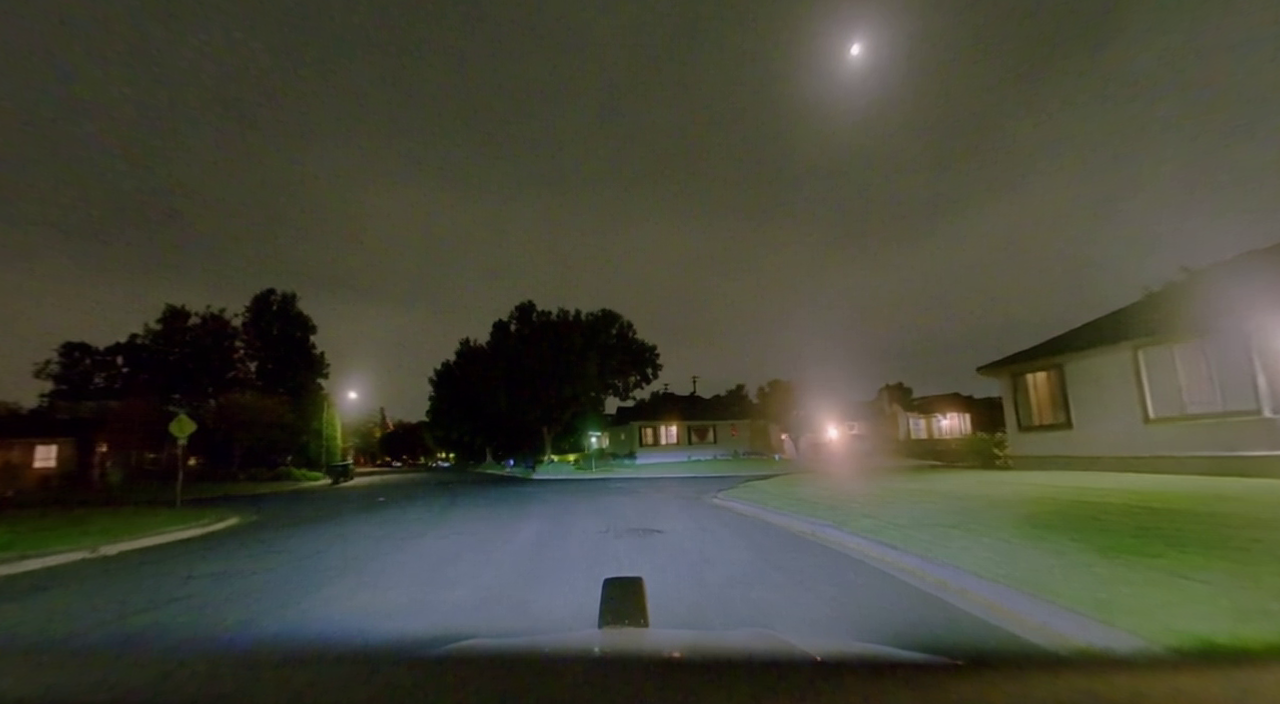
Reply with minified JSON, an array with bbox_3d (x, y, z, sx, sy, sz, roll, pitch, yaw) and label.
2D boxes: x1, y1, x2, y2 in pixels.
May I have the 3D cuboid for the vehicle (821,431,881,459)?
[{"bbox_3d":[14.643,6.526,44.073,1.992,1.813,5.079,0,-9,-5],"label":"vehicle"}]
